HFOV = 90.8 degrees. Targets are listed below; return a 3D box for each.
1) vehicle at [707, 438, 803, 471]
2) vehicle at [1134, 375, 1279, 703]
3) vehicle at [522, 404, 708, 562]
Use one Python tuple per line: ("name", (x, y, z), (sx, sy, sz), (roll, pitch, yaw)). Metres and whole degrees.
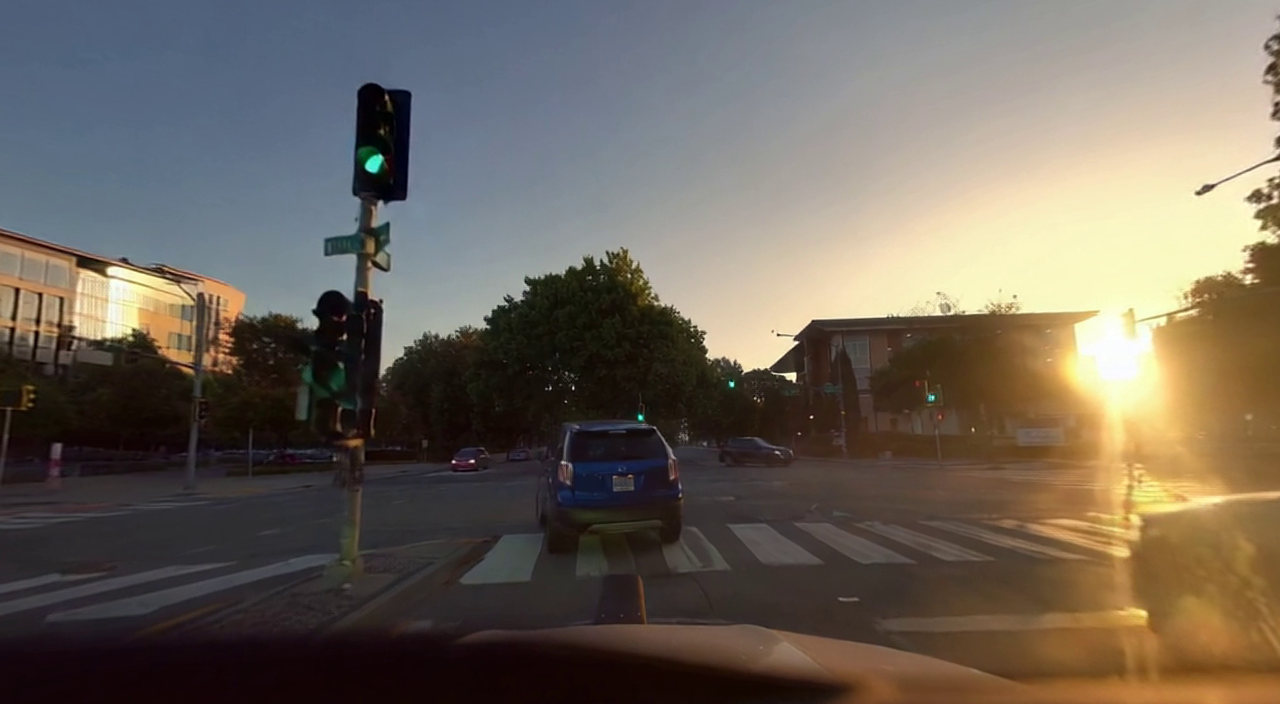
("vehicle", (6.003, 5.370, 33.296), (4.529, 1.604, 2.130), (-8, -11, 43))
("vehicle", (3.583, 0.661, 1.040), (1.899, 1.572, 4.425), (0, -8, -1))
("vehicle", (-0.632, 1.815, 9.506), (2.085, 1.807, 4.038), (2, -8, -12))
